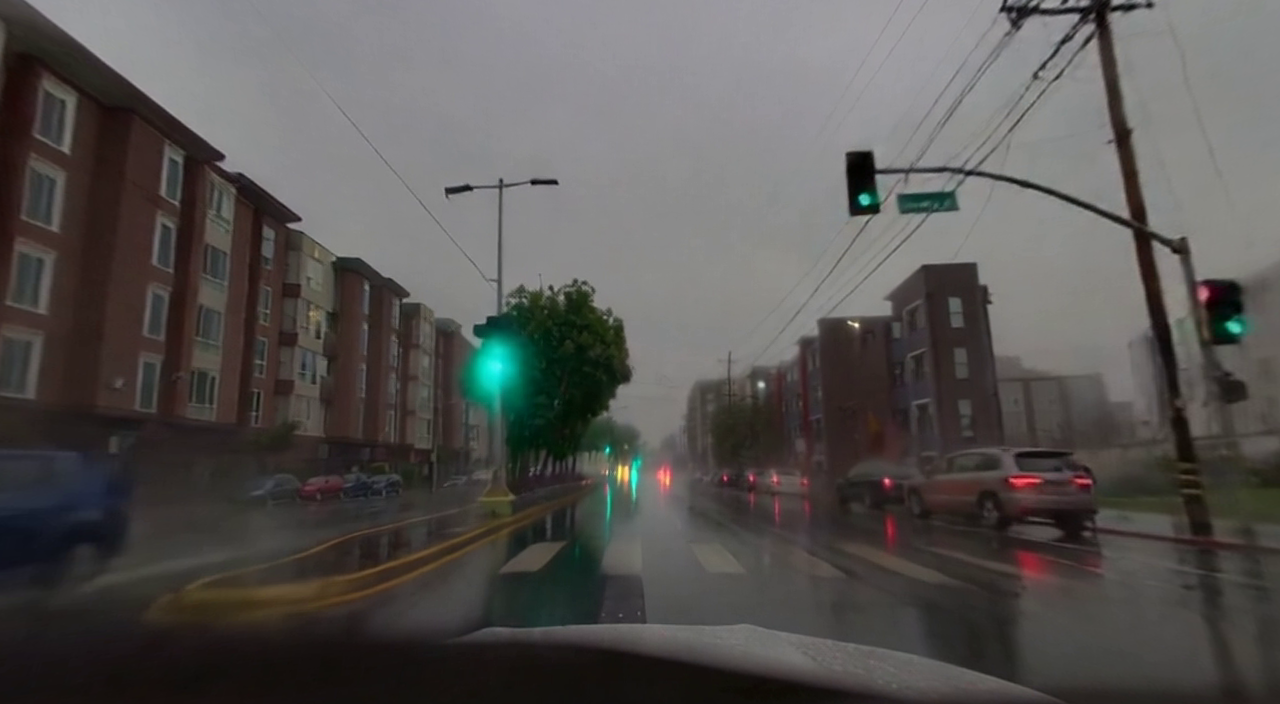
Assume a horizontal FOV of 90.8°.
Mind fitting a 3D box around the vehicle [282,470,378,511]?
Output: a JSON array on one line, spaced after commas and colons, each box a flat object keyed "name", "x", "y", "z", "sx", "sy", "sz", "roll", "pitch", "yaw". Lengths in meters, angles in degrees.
[{"name": "vehicle", "x": -14.891, "y": 6.677, "z": 30.732, "sx": 2.124, "sy": 1.626, "sz": 4.908, "roll": 0, "pitch": -9, "yaw": 0}]

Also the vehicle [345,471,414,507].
[{"name": "vehicle", "x": -14.739, "y": 7.733, "z": 36.071, "sx": 2.107, "sy": 1.771, "sz": 4.871, "roll": 0, "pitch": -10, "yaw": -4}]

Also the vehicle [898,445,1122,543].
[{"name": "vehicle", "x": 7.514, "y": 2.869, "z": 13.532, "sx": 1.996, "sy": 1.704, "sz": 4.490, "roll": 0, "pitch": -9, "yaw": -1}]

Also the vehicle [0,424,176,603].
[{"name": "vehicle", "x": -6.917, "y": 1.468, "z": 5.720, "sx": 2.180, "sy": 1.608, "sz": 4.321, "roll": 0, "pitch": -9, "yaw": -1}]

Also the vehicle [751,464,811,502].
[{"name": "vehicle", "x": 7.447, "y": 6.959, "z": 33.914, "sx": 2.143, "sy": 1.731, "sz": 4.781, "roll": 0, "pitch": -9, "yaw": 0}]

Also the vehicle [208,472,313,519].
[{"name": "vehicle", "x": -14.759, "y": 5.579, "z": 24.859, "sx": 1.879, "sy": 1.507, "sz": 3.745, "roll": 0, "pitch": -9, "yaw": -2}]
